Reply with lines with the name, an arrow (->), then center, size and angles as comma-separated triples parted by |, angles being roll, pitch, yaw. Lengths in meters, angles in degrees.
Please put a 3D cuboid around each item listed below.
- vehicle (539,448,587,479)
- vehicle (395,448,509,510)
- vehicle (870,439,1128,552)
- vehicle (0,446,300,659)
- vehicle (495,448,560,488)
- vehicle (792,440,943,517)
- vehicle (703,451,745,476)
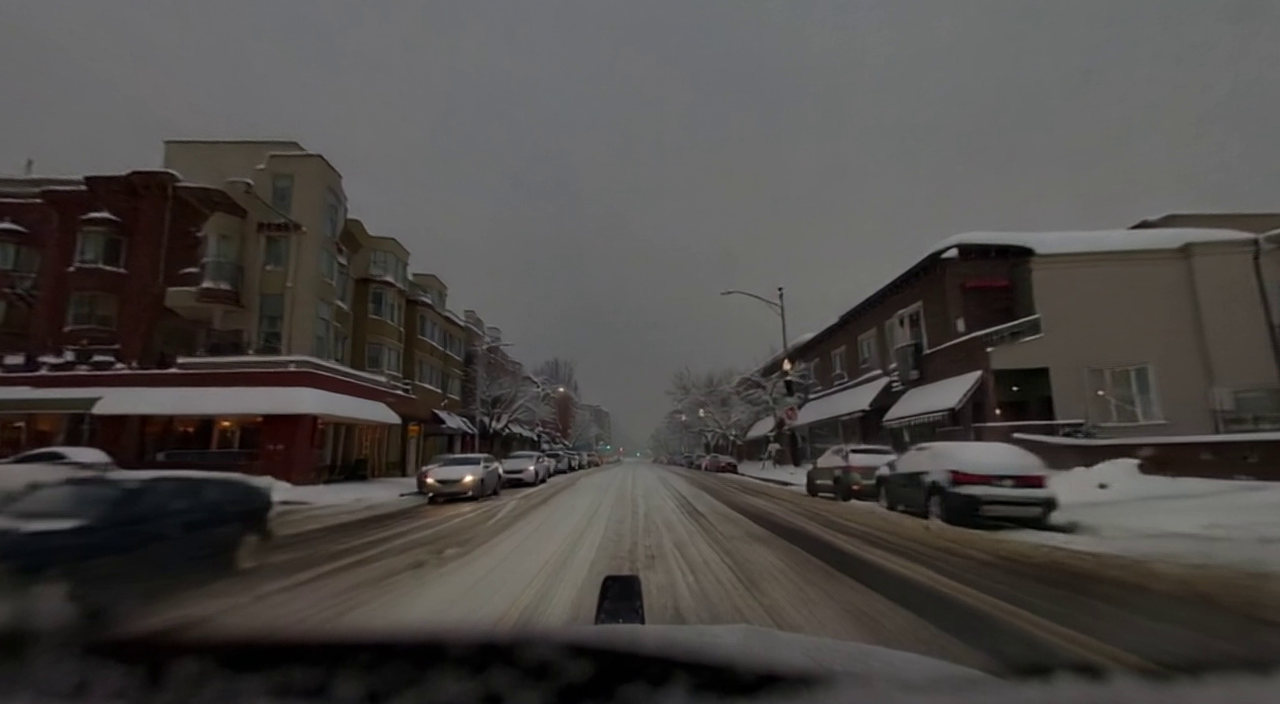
vehicle -> -4.465, 6.533, 37.334 | 2.145, 1.653, 4.421 | -1, -8, 2
vehicle -> -5.251, 3.572, 18.252 | 1.949, 1.533, 3.864 | -1, -8, 2
vehicle -> 5.868, 2.344, 11.148 | 1.957, 1.572, 4.418 | 0, -8, 0
vehicle -> -5.535, 1.672, 6.104 | 2.052, 1.481, 4.248 | 0, -8, 1
vehicle -> -4.973, 5.157, 28.468 | 1.950, 1.636, 4.253 | -1, -8, 3
vehicle -> 5.792, 3.248, 16.925 | 2.138, 1.715, 4.886 | 0, -8, -1
vehicle -> 5.789, 7.711, 43.908 | 2.054, 1.525, 4.258 | 0, -8, -4
